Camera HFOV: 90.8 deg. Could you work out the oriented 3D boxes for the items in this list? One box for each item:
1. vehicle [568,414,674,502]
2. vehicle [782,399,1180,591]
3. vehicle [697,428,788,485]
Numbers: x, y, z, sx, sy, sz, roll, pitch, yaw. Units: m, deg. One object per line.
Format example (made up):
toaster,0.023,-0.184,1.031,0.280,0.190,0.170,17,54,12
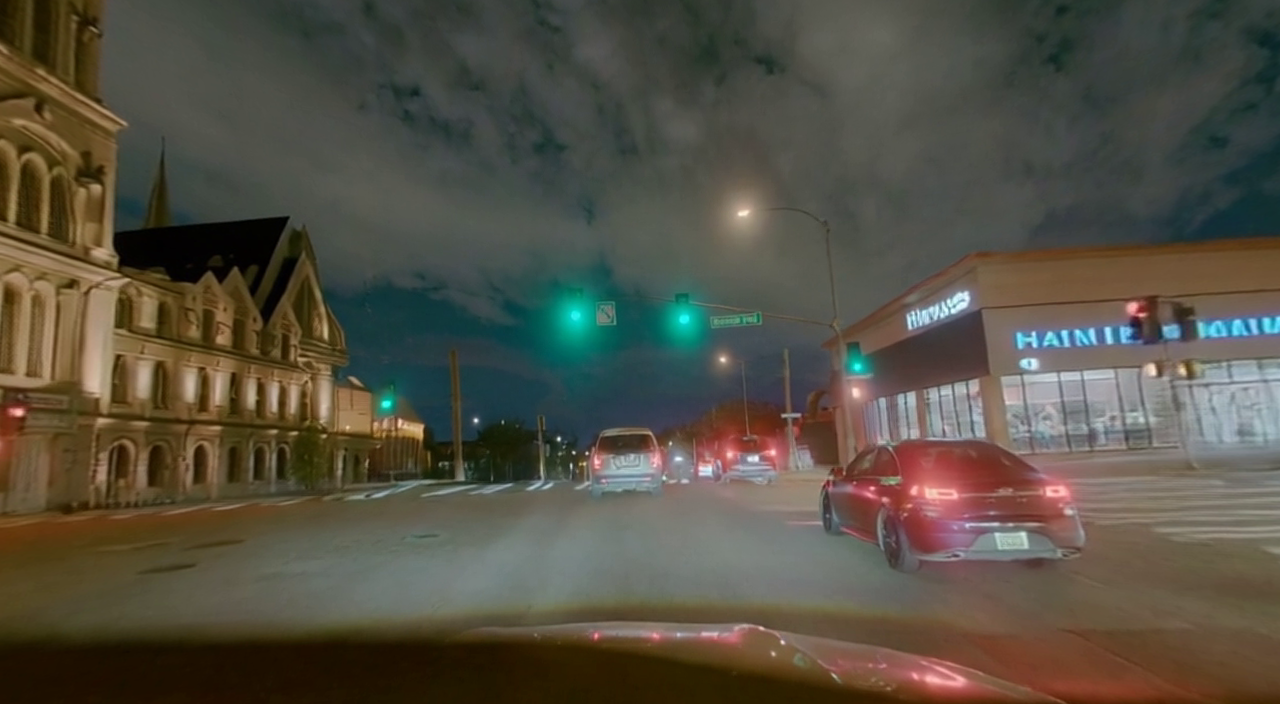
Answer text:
vehicle,-0.476,2.492,15.105,2.168,1.776,4.135,0,-9,-2
vehicle,3.190,1.457,7.230,1.883,1.472,4.471,0,-9,-3
vehicle,2.910,3.108,18.944,1.890,1.491,4.166,0,-9,-2
